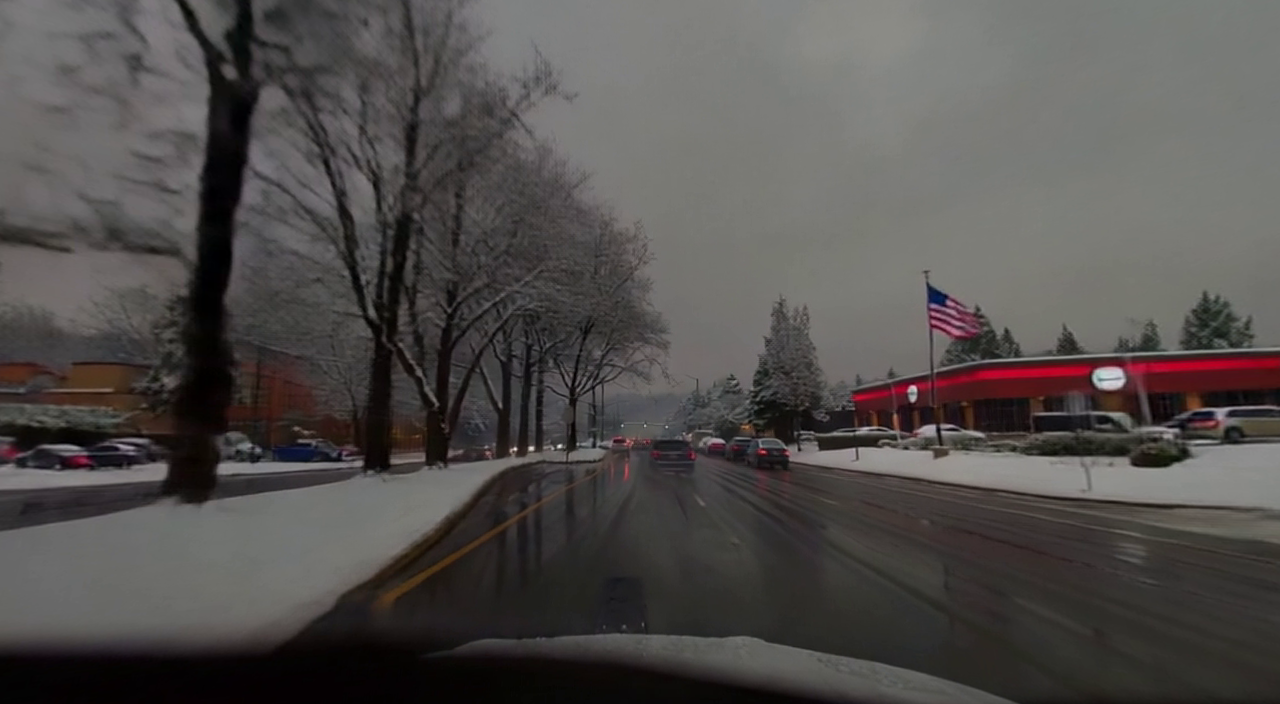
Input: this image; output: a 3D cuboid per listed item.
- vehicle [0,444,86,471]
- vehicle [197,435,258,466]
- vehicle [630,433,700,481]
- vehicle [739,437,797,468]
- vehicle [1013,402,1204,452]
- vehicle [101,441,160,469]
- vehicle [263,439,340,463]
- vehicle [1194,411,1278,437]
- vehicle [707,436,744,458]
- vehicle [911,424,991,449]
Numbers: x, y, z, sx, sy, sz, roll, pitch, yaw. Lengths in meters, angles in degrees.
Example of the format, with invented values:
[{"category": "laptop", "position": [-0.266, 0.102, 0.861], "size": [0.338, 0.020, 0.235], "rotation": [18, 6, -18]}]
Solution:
[{"category": "vehicle", "position": [-37.310, 6.494, 39.131], "size": [1.734, 1.425, 4.447], "rotation": [0, -7, 1]}, {"category": "vehicle", "position": [-28.767, 6.808, 43.865], "size": [5.346, 1.985, 2.207], "rotation": [-8, -11, 42]}, {"category": "vehicle", "position": [0.734, 3.615, 22.024], "size": [2.091, 1.472, 4.697], "rotation": [0, -8, -2]}, {"category": "vehicle", "position": [6.687, 5.303, 33.405], "size": [2.016, 1.479, 4.532], "rotation": [0, -8, -1]}, {"category": "vehicle", "position": [19.443, 3.181, 26.401], "size": [6.173, 1.962, 2.208], "rotation": [0, -9, 0]}, {"category": "vehicle", "position": [-32.366, 6.473, 39.985], "size": [5.148, 1.674, 2.163], "rotation": [-8, -11, 44]}, {"category": "vehicle", "position": [-26.734, 7.837, 49.858], "size": [4.853, 1.788, 2.059], "rotation": [0, -7, 1]}, {"category": "vehicle", "position": [35.485, 4.372, 37.687], "size": [1.847, 1.424, 4.455], "rotation": [-3, -9, 19]}, {"category": "vehicle", "position": [6.695, 7.498, 49.735], "size": [2.105, 1.646, 4.612], "rotation": [0, -8, -2]}, {"category": "vehicle", "position": [19.732, 5.395, 40.096], "size": [4.059, 1.563, 1.995], "rotation": [1, -8, -2]}]
